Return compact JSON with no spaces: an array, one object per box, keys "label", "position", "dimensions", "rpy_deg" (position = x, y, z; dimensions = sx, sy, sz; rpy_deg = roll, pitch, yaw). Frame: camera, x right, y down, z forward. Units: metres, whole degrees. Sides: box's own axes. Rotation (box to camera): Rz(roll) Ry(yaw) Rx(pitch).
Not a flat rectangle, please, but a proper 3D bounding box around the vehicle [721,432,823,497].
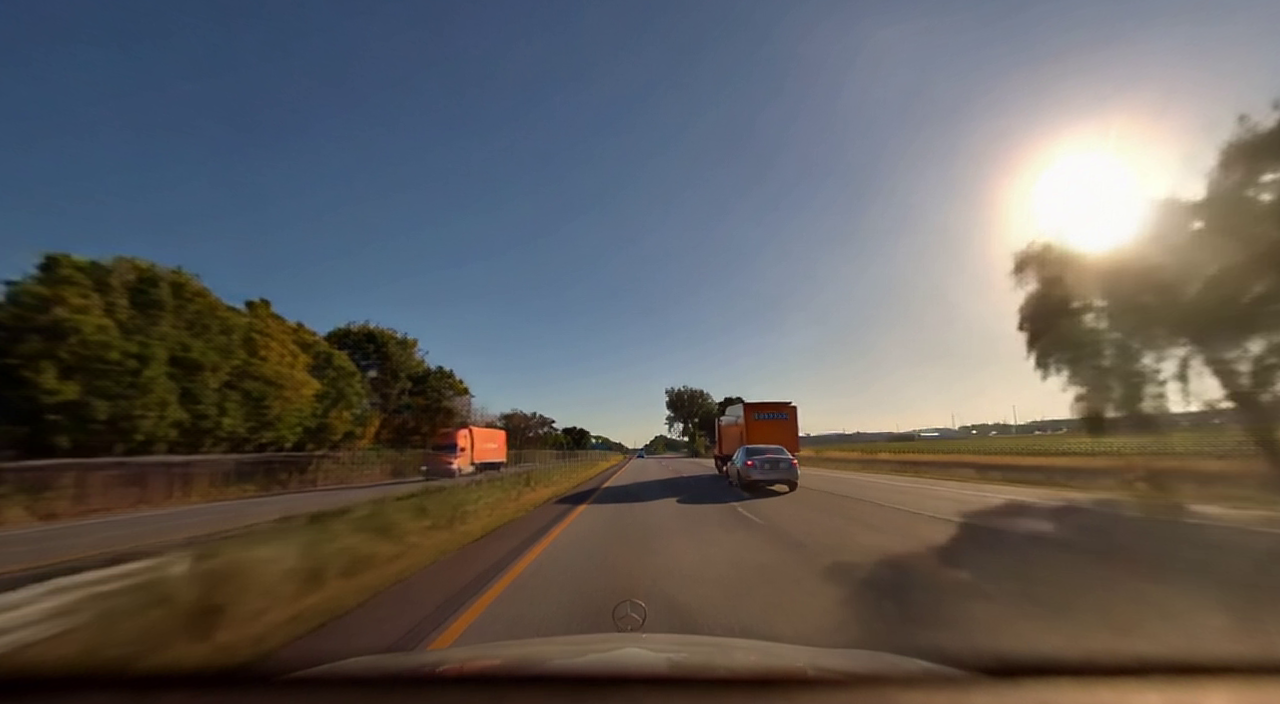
[{"label":"vehicle","position":[3.867,3.400,19.279],"dimensions":[2.093,1.742,4.167],"rpy_deg":[0,-9,-1]}]
